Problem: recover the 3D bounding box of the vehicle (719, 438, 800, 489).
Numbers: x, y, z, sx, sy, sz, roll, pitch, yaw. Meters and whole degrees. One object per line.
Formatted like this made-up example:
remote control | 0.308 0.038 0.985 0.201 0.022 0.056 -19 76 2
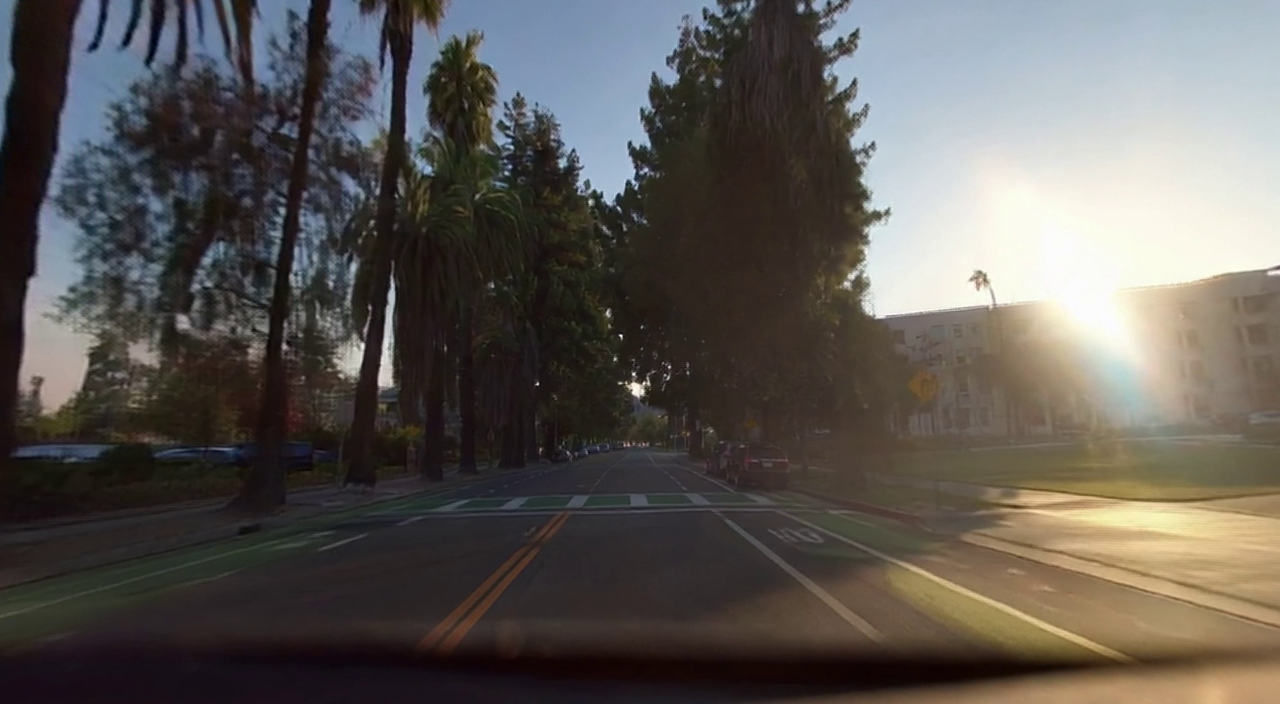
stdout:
vehicle | 4.251 4.023 23.206 1.997 1.640 4.494 0 -9 -1
